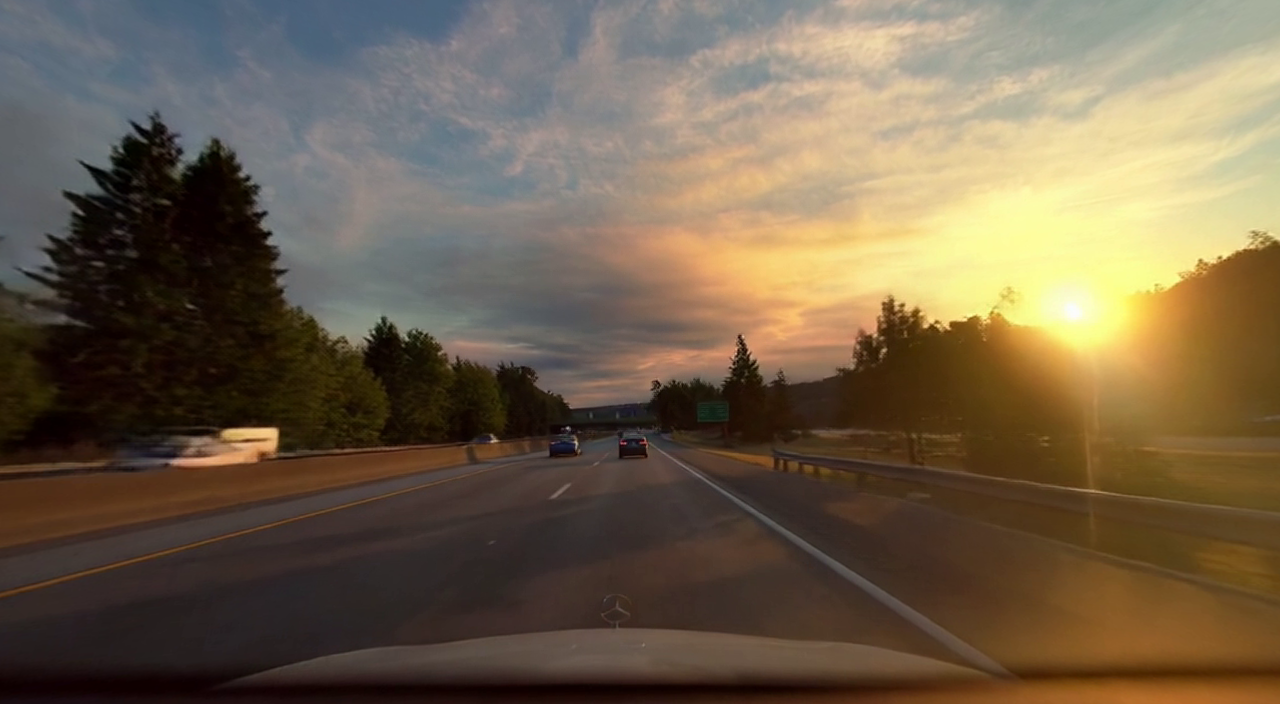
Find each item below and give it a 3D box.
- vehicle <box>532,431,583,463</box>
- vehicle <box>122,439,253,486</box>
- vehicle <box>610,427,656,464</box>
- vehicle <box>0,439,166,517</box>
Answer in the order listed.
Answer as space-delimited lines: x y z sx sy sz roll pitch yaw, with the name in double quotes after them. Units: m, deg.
-4.151 4.854 32.434 2.030 1.491 4.046 0 -8 1 "vehicle"
-13.116 3.179 18.468 1.647 1.235 2.839 0 -8 2 "vehicle"
-0.332 4.561 30.878 2.134 1.654 4.174 0 -8 0 "vehicle"
-13.046 2.655 13.890 1.888 1.432 4.235 0 -8 -1 "vehicle"
